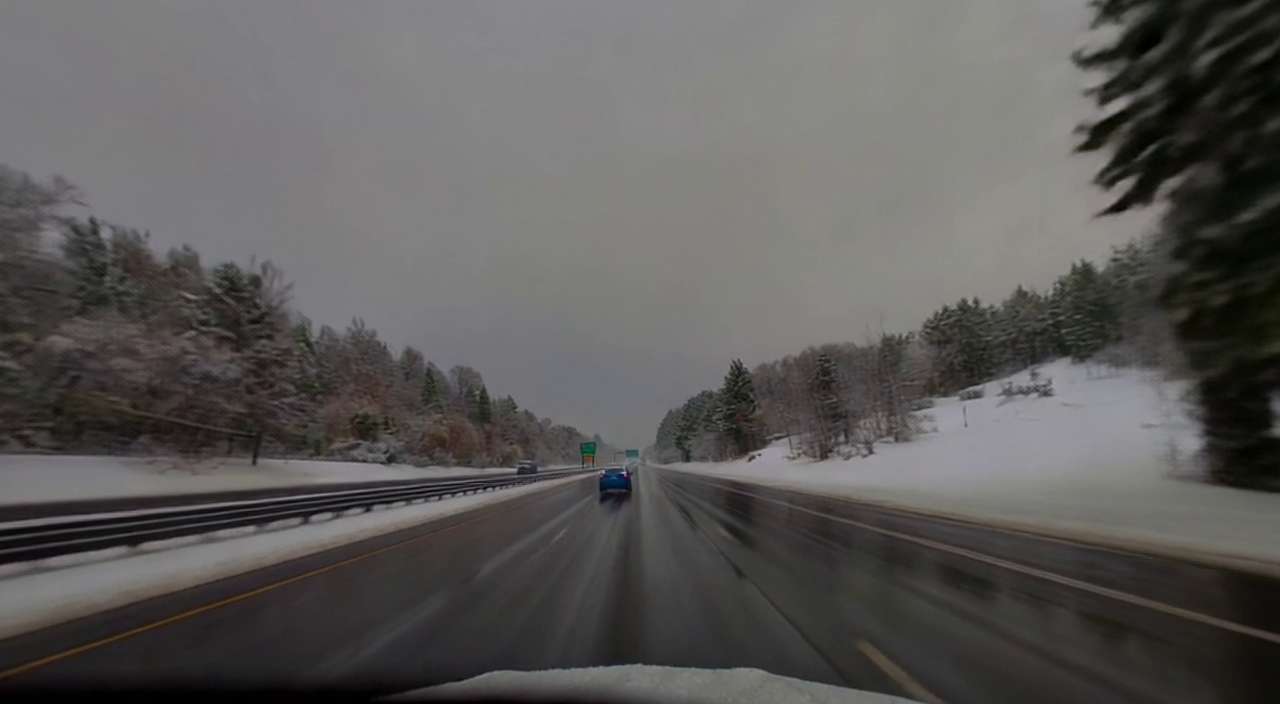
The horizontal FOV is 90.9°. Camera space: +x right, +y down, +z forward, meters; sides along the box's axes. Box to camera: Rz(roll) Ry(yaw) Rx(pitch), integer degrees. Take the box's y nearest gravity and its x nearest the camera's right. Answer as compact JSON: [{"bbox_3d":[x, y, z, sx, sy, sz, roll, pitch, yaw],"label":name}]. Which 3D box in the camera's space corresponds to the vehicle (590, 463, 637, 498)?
[{"bbox_3d":[-1.218,6.256,30.911,2.016,1.530,4.009,1,-10,1],"label":"vehicle"}]
